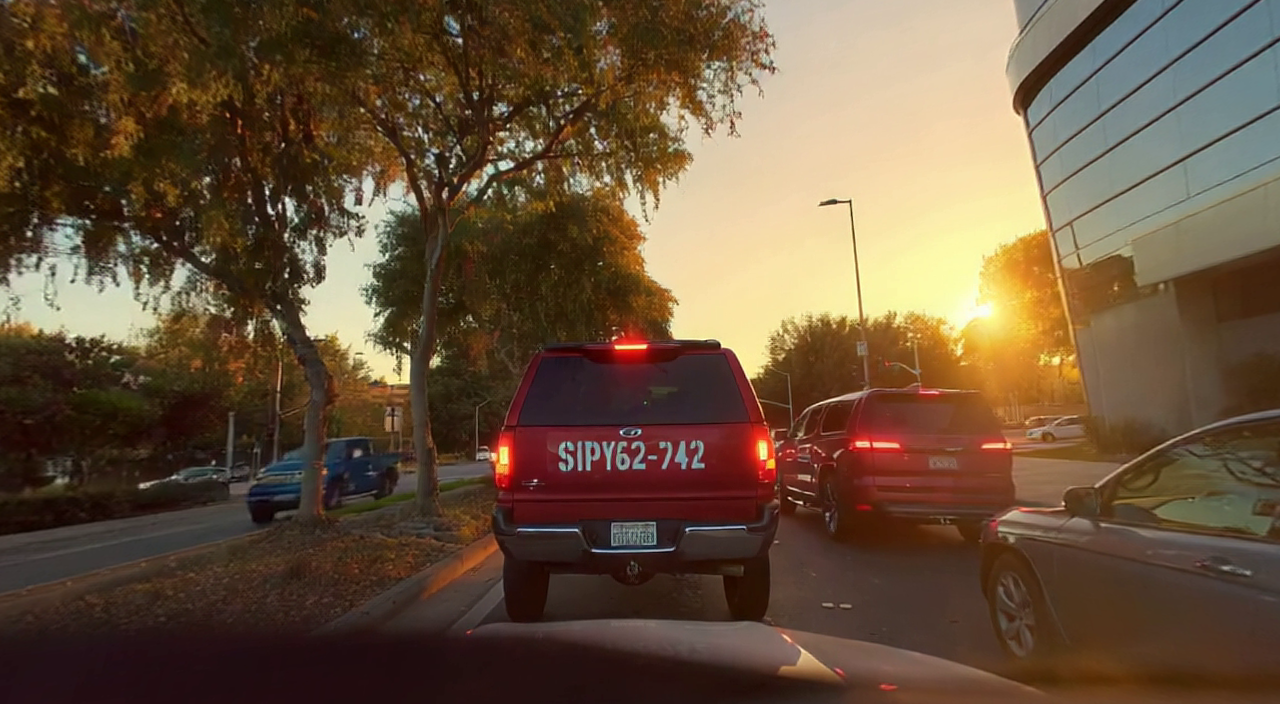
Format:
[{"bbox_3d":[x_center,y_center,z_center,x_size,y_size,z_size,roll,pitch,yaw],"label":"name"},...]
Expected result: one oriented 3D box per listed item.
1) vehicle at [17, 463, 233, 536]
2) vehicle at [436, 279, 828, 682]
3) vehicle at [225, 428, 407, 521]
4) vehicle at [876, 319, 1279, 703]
[{"bbox_3d":[-16.006,4.556,20.210,2.214,1.815,5.613,0,-8,-1],"label":"vehicle"},{"bbox_3d":[0.007,1.037,5.971,2.267,2.372,4.366,0,-8,2],"label":"vehicle"},{"bbox_3d":[-8.439,3.215,17.217,2.136,2.109,5.377,0,-8,-1],"label":"vehicle"},{"bbox_3d":[3.080,0.983,3.461,2.022,1.700,4.410,0,-8,3],"label":"vehicle"}]
